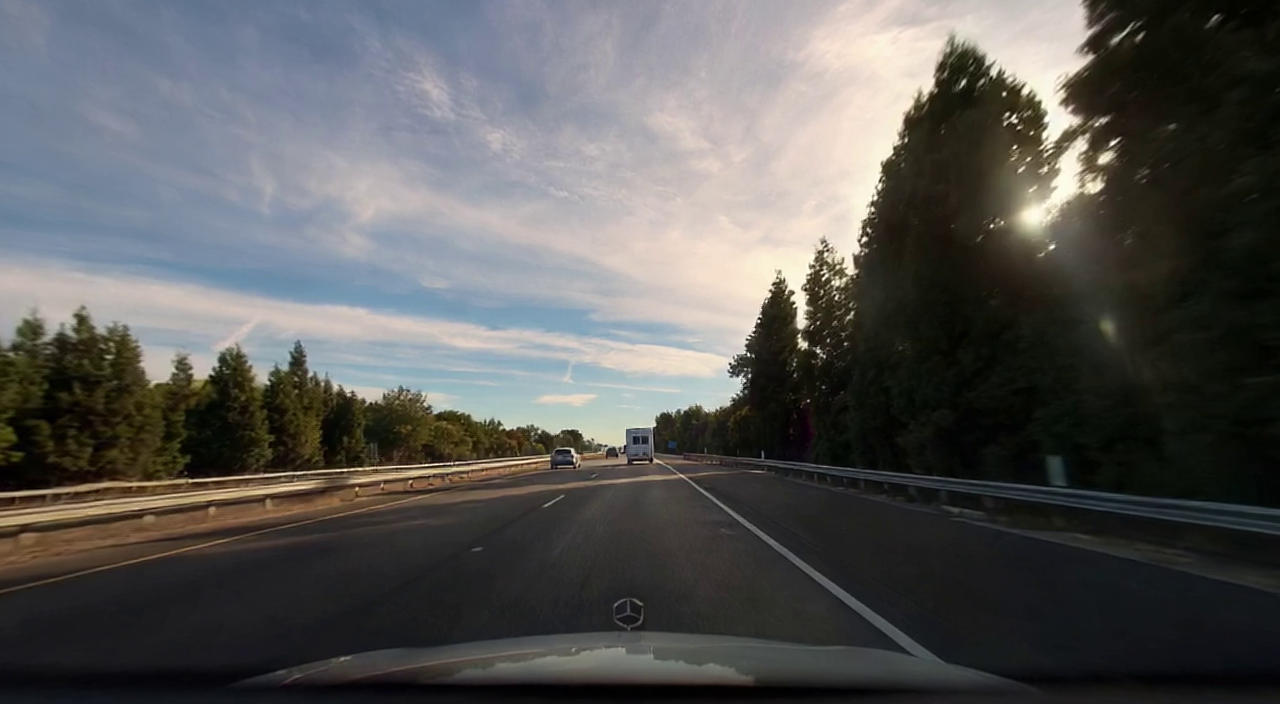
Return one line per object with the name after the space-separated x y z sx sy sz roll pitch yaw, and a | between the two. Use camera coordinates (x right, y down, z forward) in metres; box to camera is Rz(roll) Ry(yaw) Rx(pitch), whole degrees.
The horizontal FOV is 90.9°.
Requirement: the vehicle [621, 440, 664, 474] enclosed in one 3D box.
0.131 5.646 33.993 2.172 1.687 3.929 0 -9 0 | vehicle

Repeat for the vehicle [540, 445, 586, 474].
-4.186 5.959 35.062 2.031 1.482 4.248 0 -9 0 | vehicle
